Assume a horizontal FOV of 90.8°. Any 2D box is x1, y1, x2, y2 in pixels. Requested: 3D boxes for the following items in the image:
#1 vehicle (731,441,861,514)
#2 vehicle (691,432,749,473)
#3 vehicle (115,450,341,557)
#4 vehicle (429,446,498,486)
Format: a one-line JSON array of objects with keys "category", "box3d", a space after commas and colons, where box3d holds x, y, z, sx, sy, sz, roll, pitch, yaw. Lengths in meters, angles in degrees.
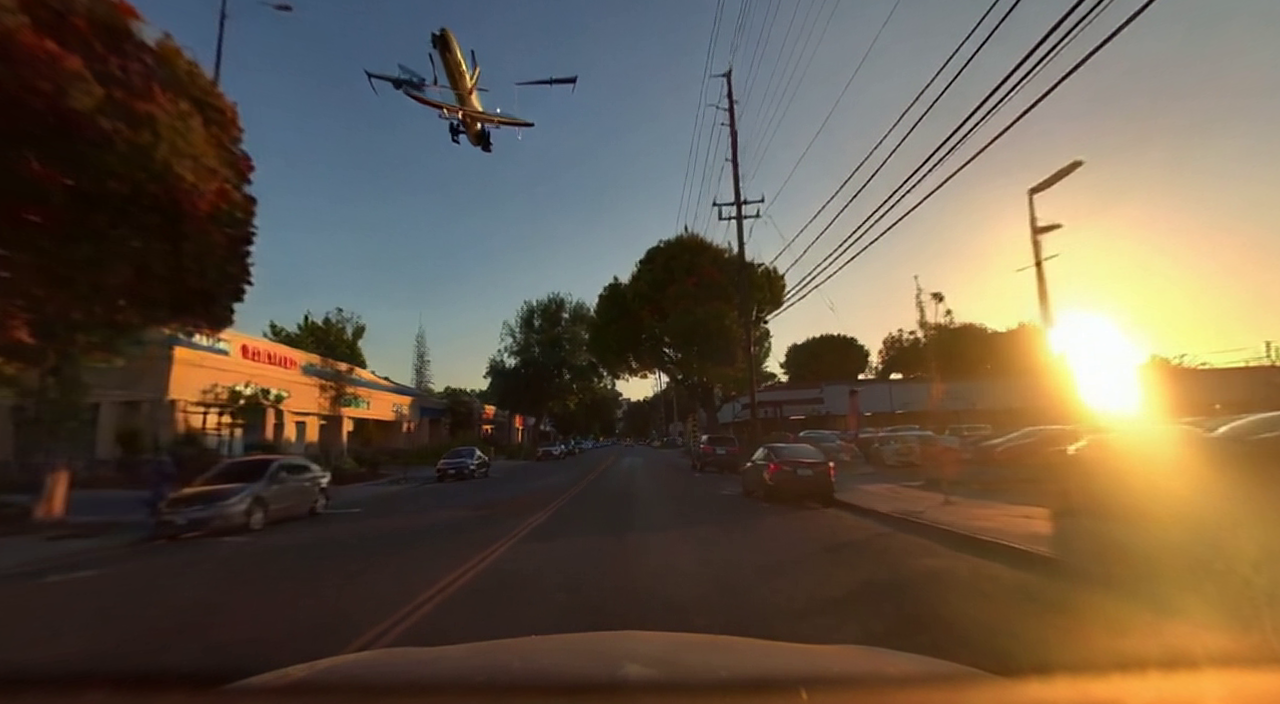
[{"category": "vehicle", "box3d": [3.610, 2.978, 15.640, 1.990, 1.521, 4.693, 0, -8, 0]}, {"category": "vehicle", "box3d": [3.923, 5.040, 31.795, 2.080, 1.893, 4.699, 0, -8, -3]}, {"category": "vehicle", "box3d": [-7.782, 2.824, 12.514, 1.787, 1.543, 4.052, -3, -7, 0]}, {"category": "vehicle", "box3d": [-7.875, 5.074, 28.521, 1.872, 1.455, 4.350, -3, -8, -1]}]
